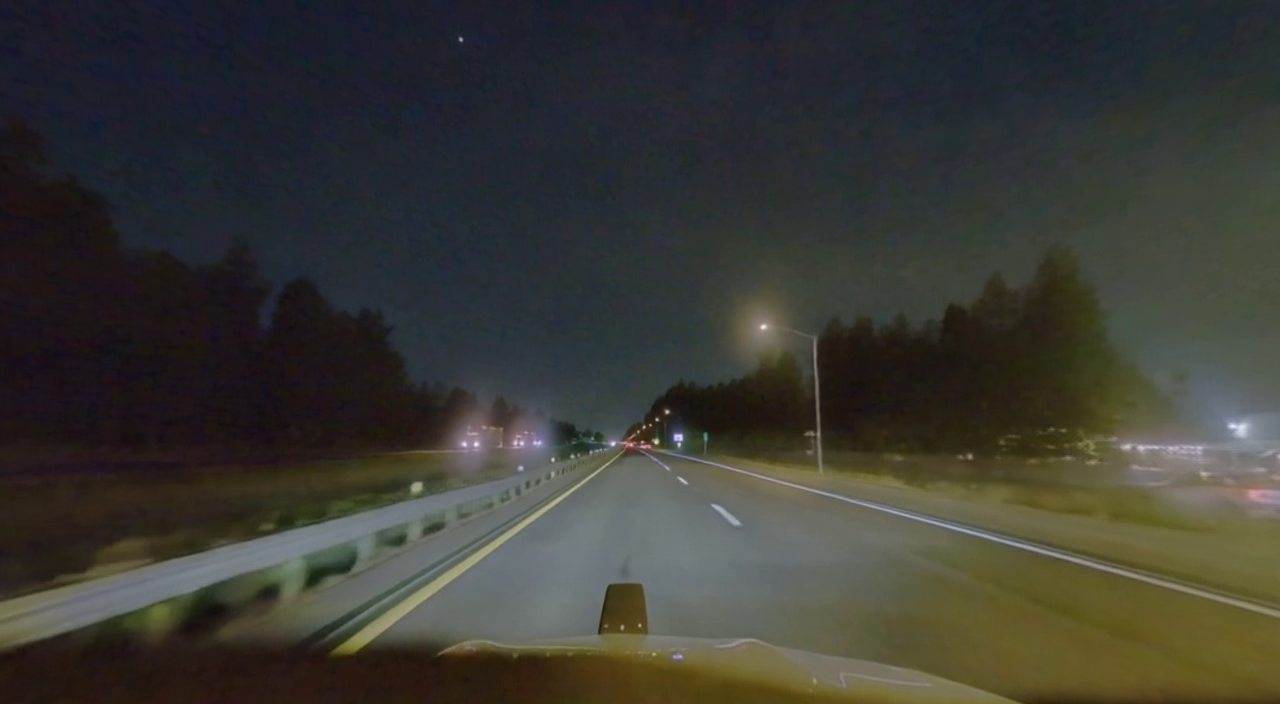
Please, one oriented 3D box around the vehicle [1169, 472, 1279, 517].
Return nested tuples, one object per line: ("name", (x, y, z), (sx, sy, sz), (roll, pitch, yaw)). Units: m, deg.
("vehicle", (28.786, 6.664, 29.553), (5.647, 1.831, 2.255), (-4, -10, 28))
